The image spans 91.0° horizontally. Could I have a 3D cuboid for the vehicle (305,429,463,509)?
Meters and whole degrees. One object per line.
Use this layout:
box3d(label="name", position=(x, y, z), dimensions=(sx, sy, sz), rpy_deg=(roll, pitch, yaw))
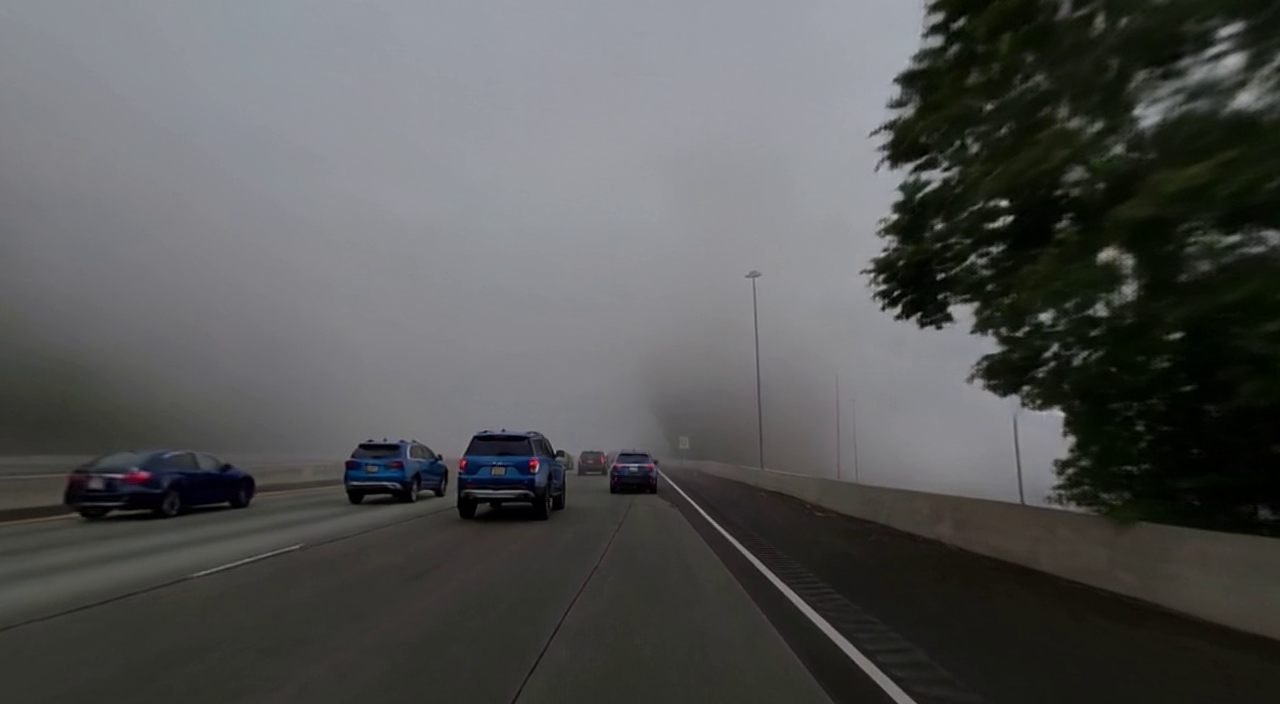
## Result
box3d(label="vehicle", position=(-6.547, 3.043, 16.837), dimensions=(2.162, 1.823, 4.566), rpy_deg=(0, -9, 2))

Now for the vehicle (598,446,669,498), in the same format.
box3d(label="vehicle", position=(-0.172, 3.799, 20.386), dimensions=(2.068, 1.488, 4.045), rpy_deg=(0, -9, 0))

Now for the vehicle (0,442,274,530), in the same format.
box3d(label="vehicle", position=(-10.085, 2.631, 13.040), dimensions=(2.126, 1.480, 4.589), rpy_deg=(0, -9, 2))

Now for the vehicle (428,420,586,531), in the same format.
box3d(label="vehicle", position=(-2.374, 2.353, 12.486), dimensions=(2.123, 1.798, 4.108), rpy_deg=(0, -9, 2))
